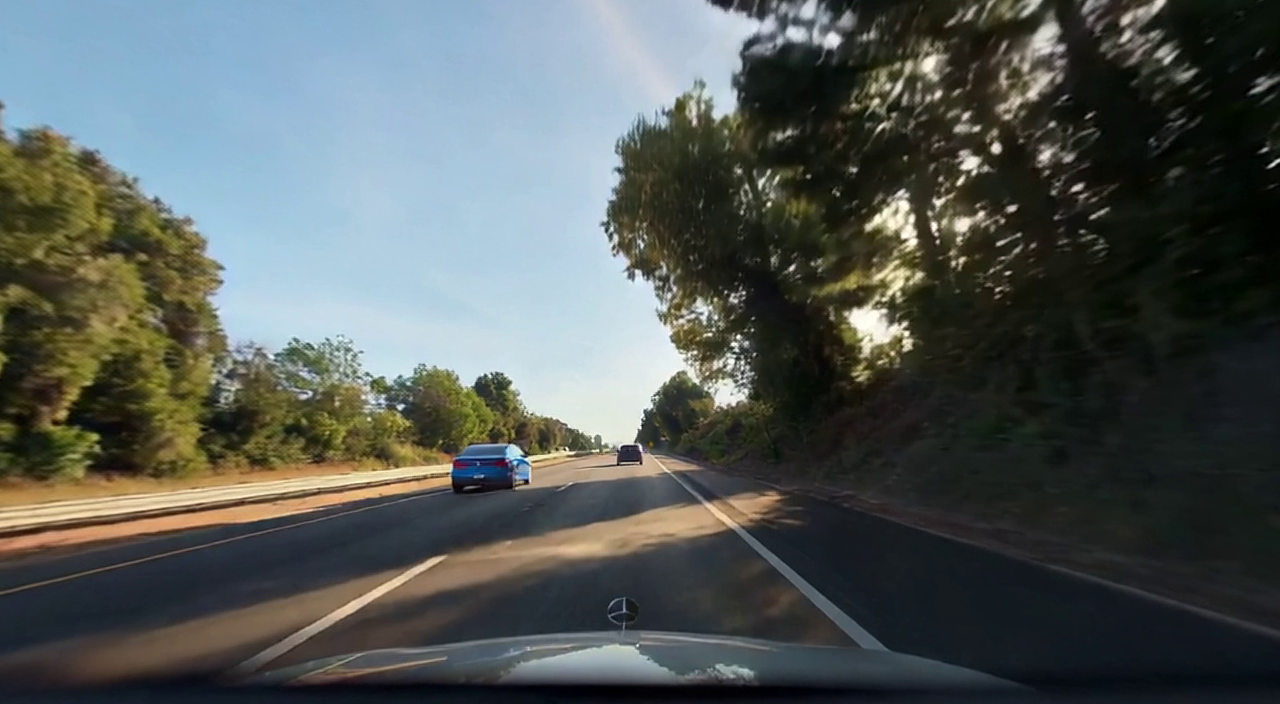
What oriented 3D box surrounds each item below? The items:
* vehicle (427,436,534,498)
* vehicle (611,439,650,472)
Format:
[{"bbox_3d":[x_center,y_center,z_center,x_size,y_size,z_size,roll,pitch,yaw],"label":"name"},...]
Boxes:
[{"bbox_3d":[-4.690,3.453,19.287,2.113,1.656,4.215,0,-9,1],"label":"vehicle"},{"bbox_3d":[-0.561,5.922,36.223,2.126,1.786,3.958,0,-9,-1],"label":"vehicle"}]
